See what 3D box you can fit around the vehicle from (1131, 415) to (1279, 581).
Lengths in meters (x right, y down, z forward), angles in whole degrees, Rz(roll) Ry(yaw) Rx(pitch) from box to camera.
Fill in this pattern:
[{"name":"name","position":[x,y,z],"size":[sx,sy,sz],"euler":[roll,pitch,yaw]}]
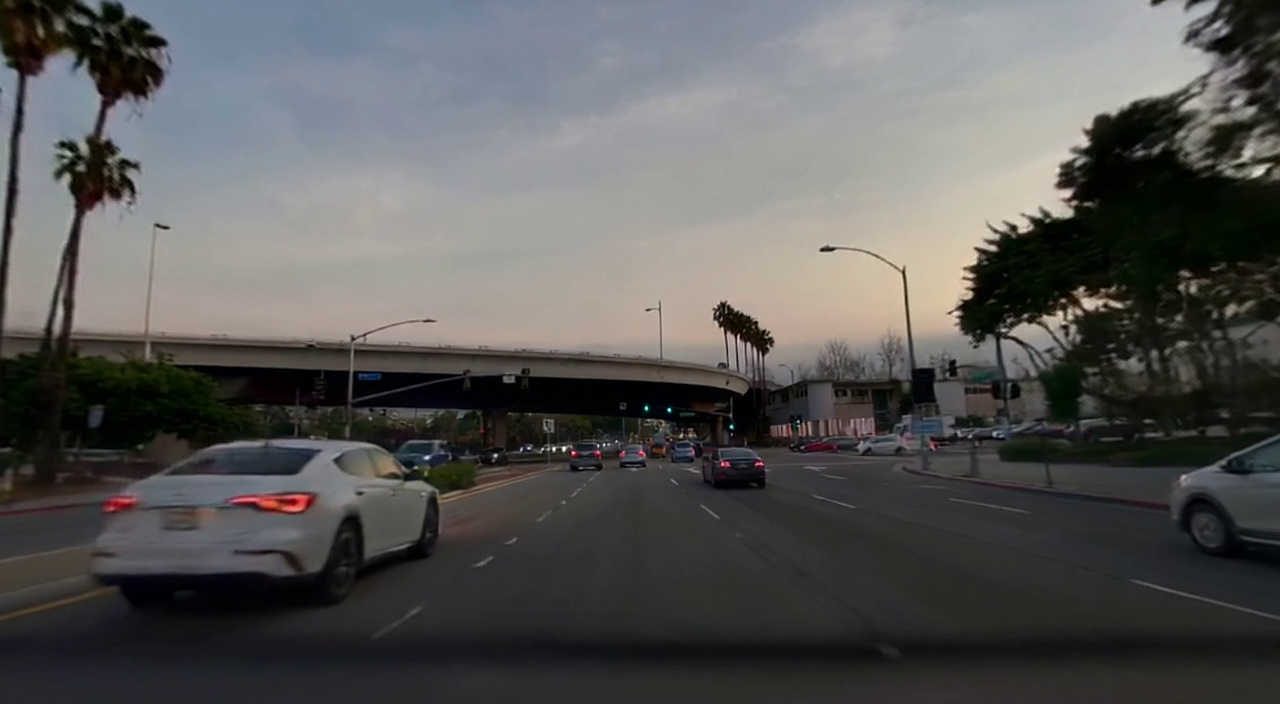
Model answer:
[{"name":"vehicle","position":[7.380,1.426,6.016],"size":[1.964,1.647,4.114],"euler":[0,-8,0]}]

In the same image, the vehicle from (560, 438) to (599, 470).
[{"name":"vehicle","position":[-4.112,6.993,43.195],"size":[2.485,2.012,5.498],"euler":[1,-8,-4]}]

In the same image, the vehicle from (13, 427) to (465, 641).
[{"name":"vehicle","position":[-3.433,1.607,6.569],"size":[2.111,1.506,4.018],"euler":[0,-8,-1]}]

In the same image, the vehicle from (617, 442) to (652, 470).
[{"name":"vehicle","position":[-0.351,6.793,41.090],"size":[2.172,1.694,4.055],"euler":[0,-8,0]}]

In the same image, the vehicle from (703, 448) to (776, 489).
[{"name":"vehicle","position":[3.787,4.512,24.690],"size":[2.156,1.404,4.120],"euler":[0,-8,-1]}]
